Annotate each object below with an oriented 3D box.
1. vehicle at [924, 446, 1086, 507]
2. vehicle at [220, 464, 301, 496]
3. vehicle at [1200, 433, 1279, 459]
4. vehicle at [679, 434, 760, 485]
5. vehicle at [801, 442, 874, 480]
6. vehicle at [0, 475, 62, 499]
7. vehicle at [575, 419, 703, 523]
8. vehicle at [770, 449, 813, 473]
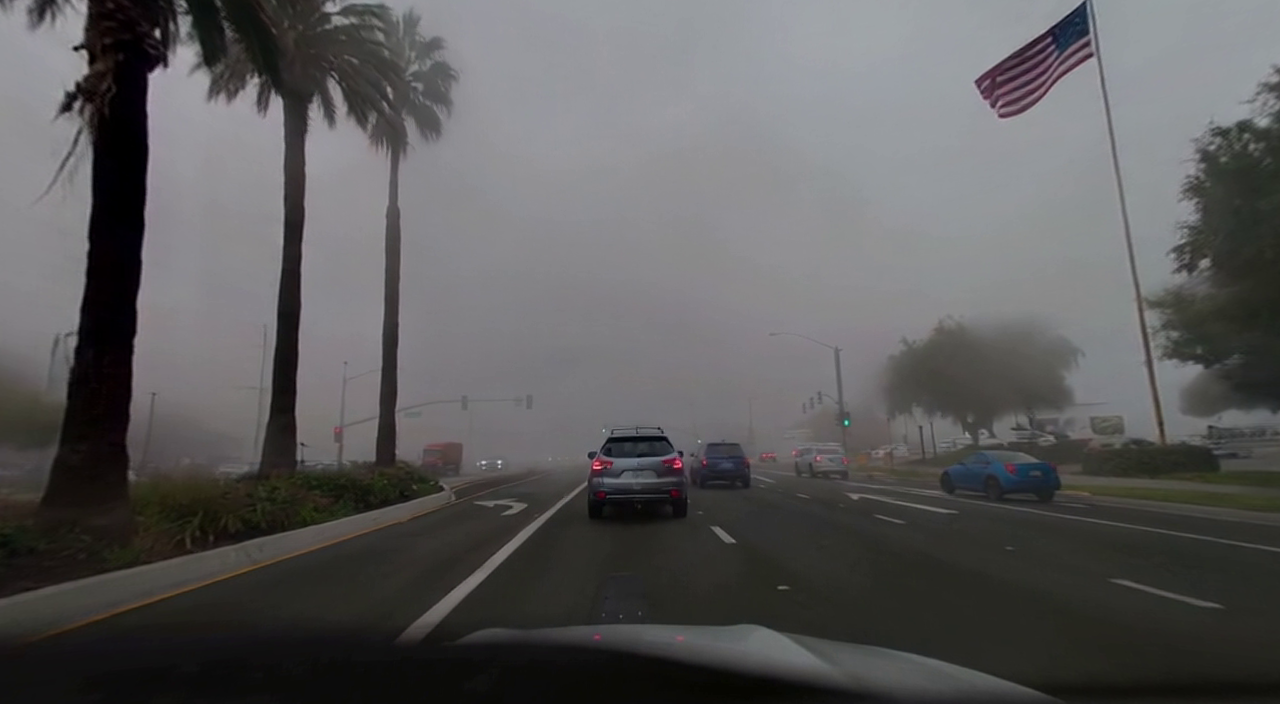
[{"bbox_3d":[9.973,3.387,17.744,1.967,1.485,4.267,0,-9,0],"label":"vehicle"},{"bbox_3d":[-21.743,7.334,36.392,1.873,1.484,4.571,-3,-9,0],"label":"vehicle"},{"bbox_3d":[36.381,5.625,37.785,1.839,1.455,4.395,0,-9,2],"label":"vehicle"},{"bbox_3d":[3.330,4.725,28.178,2.773,2.021,6.212,0,-9,0],"label":"vehicle"},{"bbox_3d":[10.012,5.532,32.423,2.155,1.779,4.582,0,-9,-2],"label":"vehicle"},{"bbox_3d":[-44.657,9.690,45.462,4.226,1.568,1.962,-1,-9,2],"label":"vehicle"},{"bbox_3d":[-0.060,2.580,14.231,2.402,1.938,4.535,0,-9,-1],"label":"vehicle"},{"bbox_3d":[10.203,7.337,42.800,1.855,1.495,4.143,0,-8,0],"label":"vehicle"}]
